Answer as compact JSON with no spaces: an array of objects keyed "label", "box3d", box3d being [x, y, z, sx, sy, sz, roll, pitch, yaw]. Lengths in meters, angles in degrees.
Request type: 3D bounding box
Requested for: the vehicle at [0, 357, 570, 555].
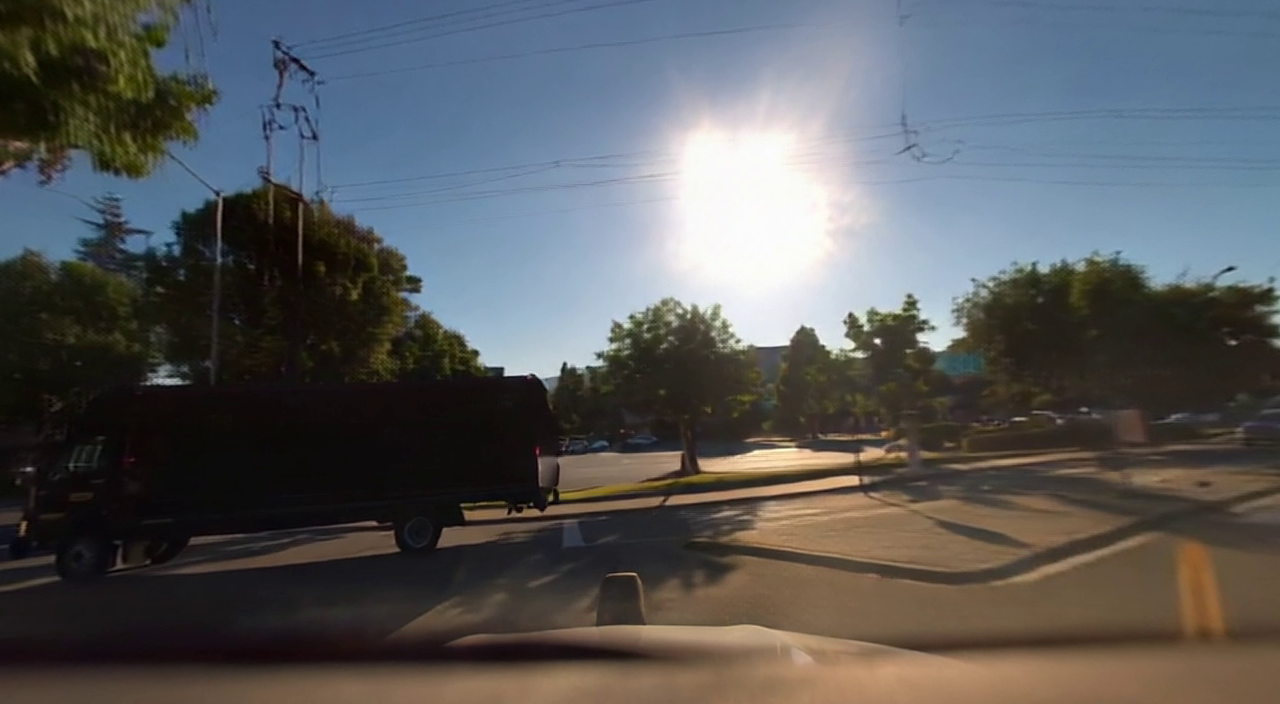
[{"label":"vehicle","box3d":[-6.318,2.021,12.511,9.680,3.326,2.838,1,-9,-5]}]
